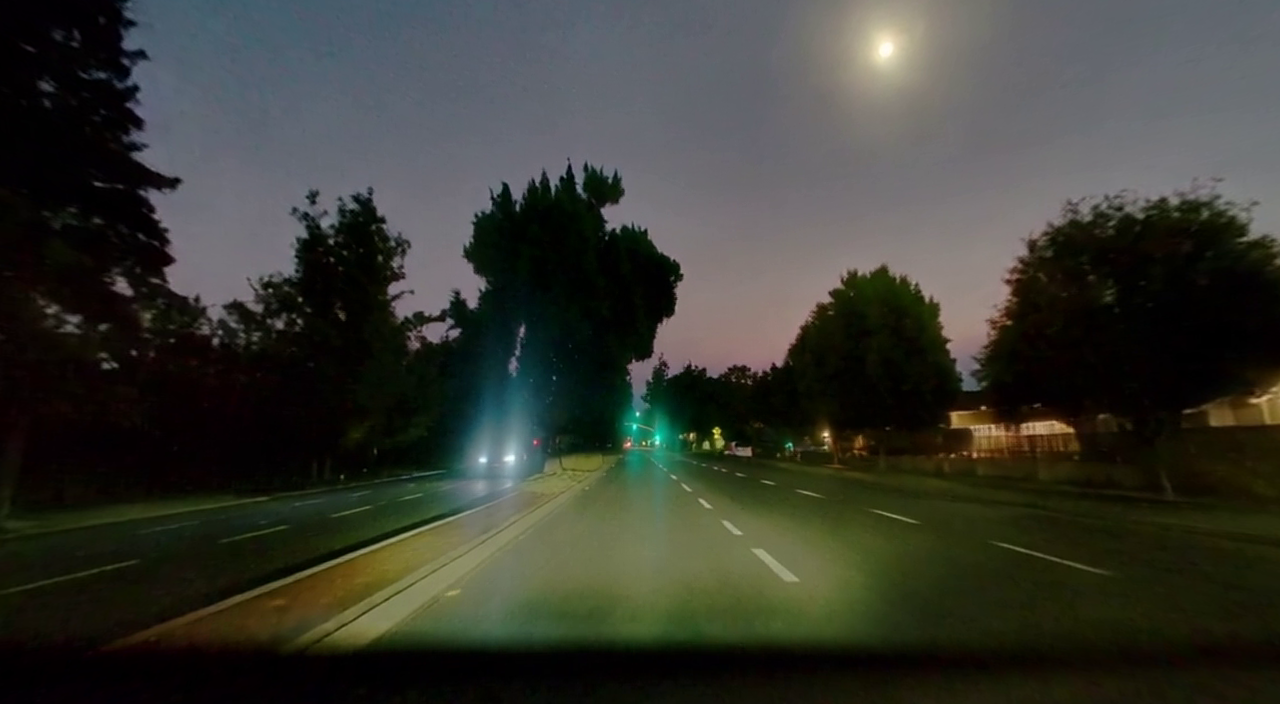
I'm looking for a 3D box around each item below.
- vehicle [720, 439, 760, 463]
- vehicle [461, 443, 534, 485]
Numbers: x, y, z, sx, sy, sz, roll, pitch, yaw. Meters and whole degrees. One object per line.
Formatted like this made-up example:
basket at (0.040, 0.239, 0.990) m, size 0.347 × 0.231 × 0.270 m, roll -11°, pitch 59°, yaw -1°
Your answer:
vehicle at (7.398, 7.394, 47.012) m, size 2.087 × 1.701 × 4.435 m, roll 0°, pitch -9°, yaw -2°
vehicle at (-5.573, 4.436, 25.228) m, size 1.962 × 1.471 × 4.336 m, roll -2°, pitch -9°, yaw 0°
